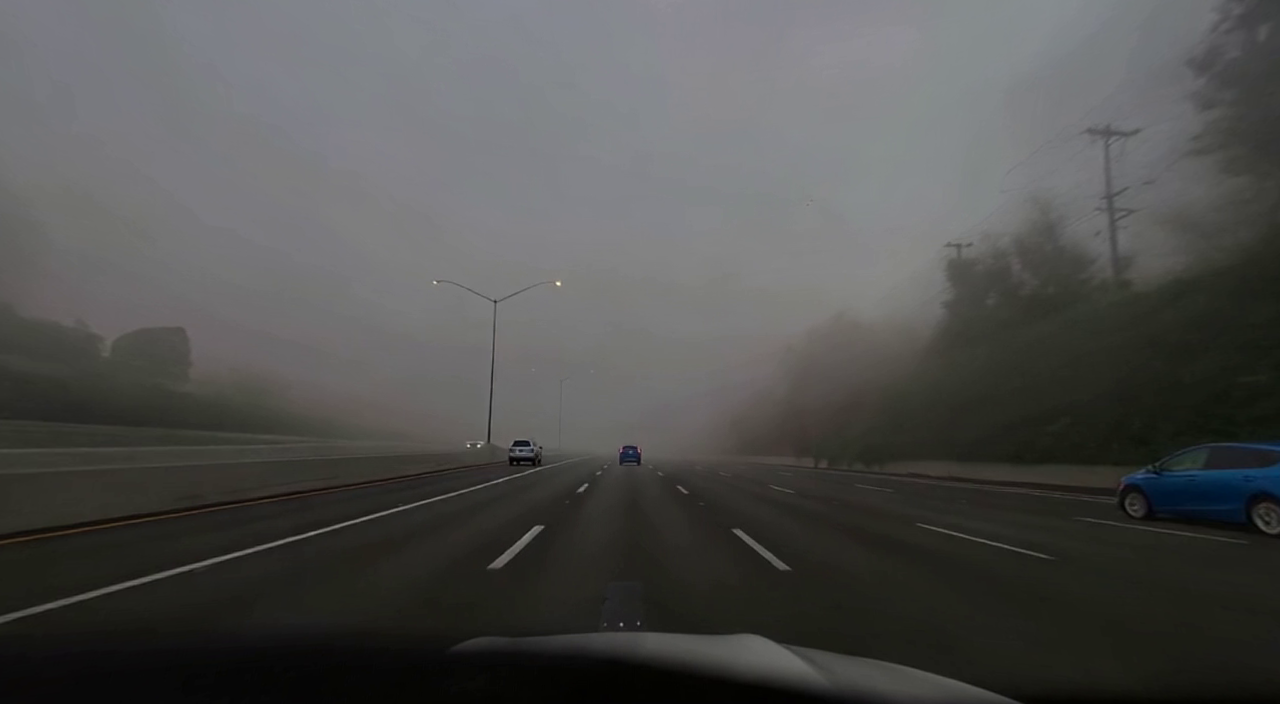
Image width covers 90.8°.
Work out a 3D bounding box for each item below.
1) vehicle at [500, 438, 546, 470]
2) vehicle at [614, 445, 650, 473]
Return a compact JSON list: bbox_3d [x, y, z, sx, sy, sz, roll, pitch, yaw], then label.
[{"bbox_3d":[-7.591,6.659,41.520,2.177,1.929,4.706,0,-9,0],"label":"vehicle"},{"bbox_3d":[-0.530,6.492,38.583,2.074,1.574,3.971,0,-9,-2],"label":"vehicle"}]
